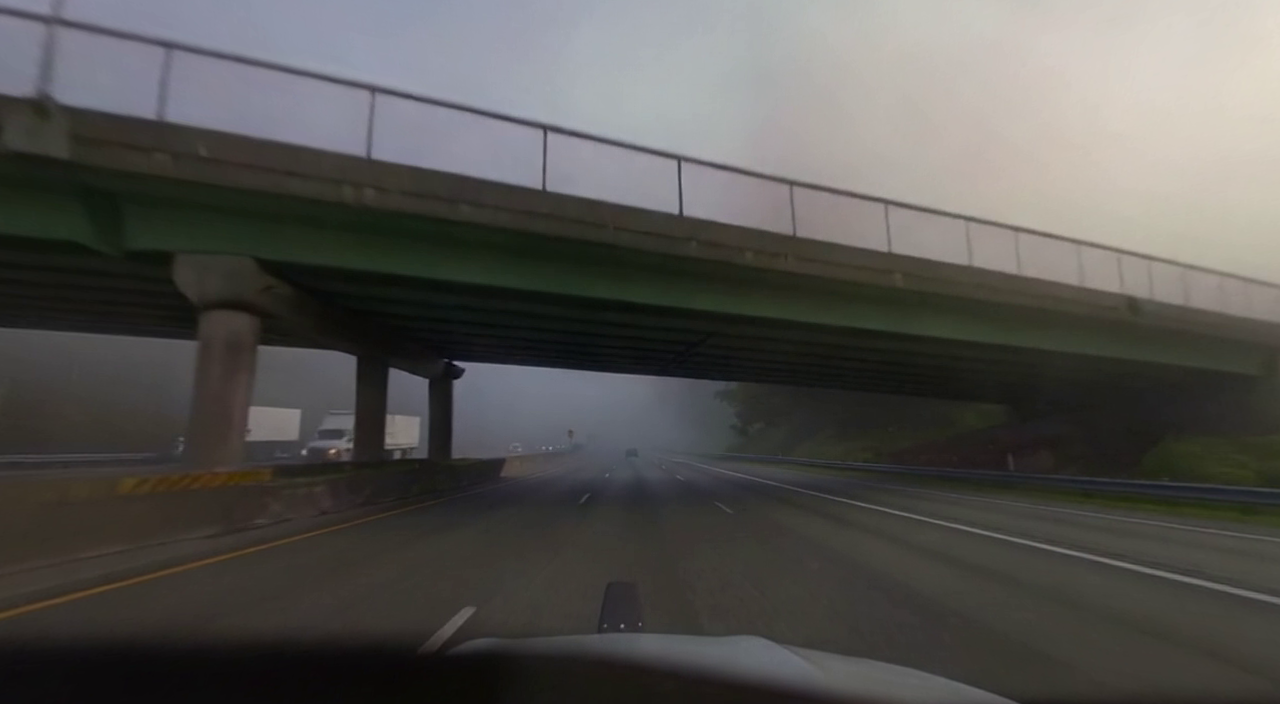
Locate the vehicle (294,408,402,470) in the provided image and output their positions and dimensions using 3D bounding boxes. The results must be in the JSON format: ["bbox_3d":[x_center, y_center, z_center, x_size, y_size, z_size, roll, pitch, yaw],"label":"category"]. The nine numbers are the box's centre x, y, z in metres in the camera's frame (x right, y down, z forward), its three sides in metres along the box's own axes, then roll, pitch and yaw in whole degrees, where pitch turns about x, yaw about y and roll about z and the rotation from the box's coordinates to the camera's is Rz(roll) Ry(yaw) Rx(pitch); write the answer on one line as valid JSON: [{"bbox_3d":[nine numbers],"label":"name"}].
[{"bbox_3d":[-15.904,4.893,34.965,2.704,3.067,6.758,0,-9,0],"label":"vehicle"}]
